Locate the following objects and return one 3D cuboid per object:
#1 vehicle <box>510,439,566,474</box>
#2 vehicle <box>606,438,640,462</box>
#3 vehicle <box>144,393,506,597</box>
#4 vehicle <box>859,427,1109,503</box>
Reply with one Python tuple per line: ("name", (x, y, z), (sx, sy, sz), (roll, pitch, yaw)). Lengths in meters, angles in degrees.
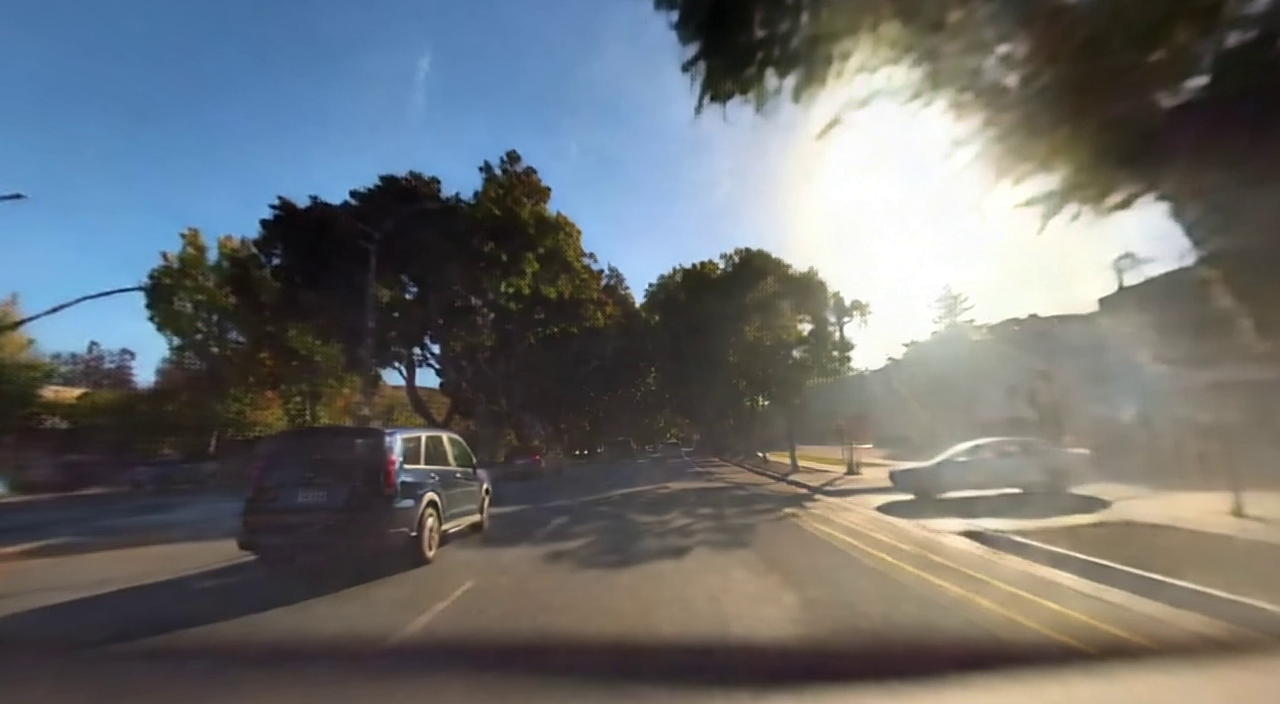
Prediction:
("vehicle", (-5.328, 5.503, 33.507), (1.985, 1.708, 4.310), (-1, -8, 3))
("vehicle", (-1.252, 7.676, 49.652), (2.255, 1.806, 4.710), (-1, -8, 3))
("vehicle", (-3.204, 1.553, 7.707), (2.123, 1.761, 4.322), (0, -8, 1))
("vehicle", (8.055, 2.687, 15.307), (4.824, 1.646, 2.077), (-2, -8, 10))
